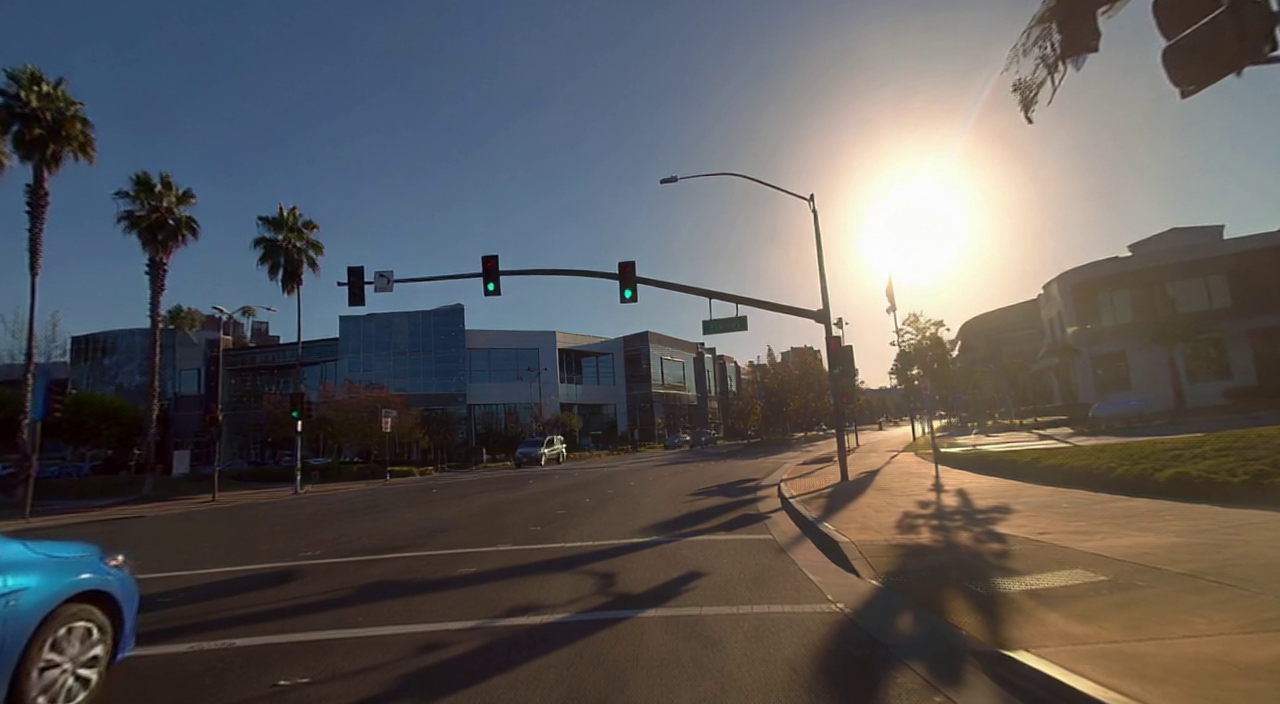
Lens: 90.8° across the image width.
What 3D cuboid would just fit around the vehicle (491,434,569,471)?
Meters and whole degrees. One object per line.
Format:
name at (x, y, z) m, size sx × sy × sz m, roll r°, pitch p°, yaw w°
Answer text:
vehicle at (-5.702, 5.307, 33.460) m, size 2.181 × 1.792 × 4.648 m, roll -3°, pitch -9°, yaw 16°

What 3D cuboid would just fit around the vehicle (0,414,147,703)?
vehicle at (-3.339, 0.732, 0.638) m, size 2.071 × 1.482 × 4.446 m, roll 0°, pitch -9°, yaw 0°
